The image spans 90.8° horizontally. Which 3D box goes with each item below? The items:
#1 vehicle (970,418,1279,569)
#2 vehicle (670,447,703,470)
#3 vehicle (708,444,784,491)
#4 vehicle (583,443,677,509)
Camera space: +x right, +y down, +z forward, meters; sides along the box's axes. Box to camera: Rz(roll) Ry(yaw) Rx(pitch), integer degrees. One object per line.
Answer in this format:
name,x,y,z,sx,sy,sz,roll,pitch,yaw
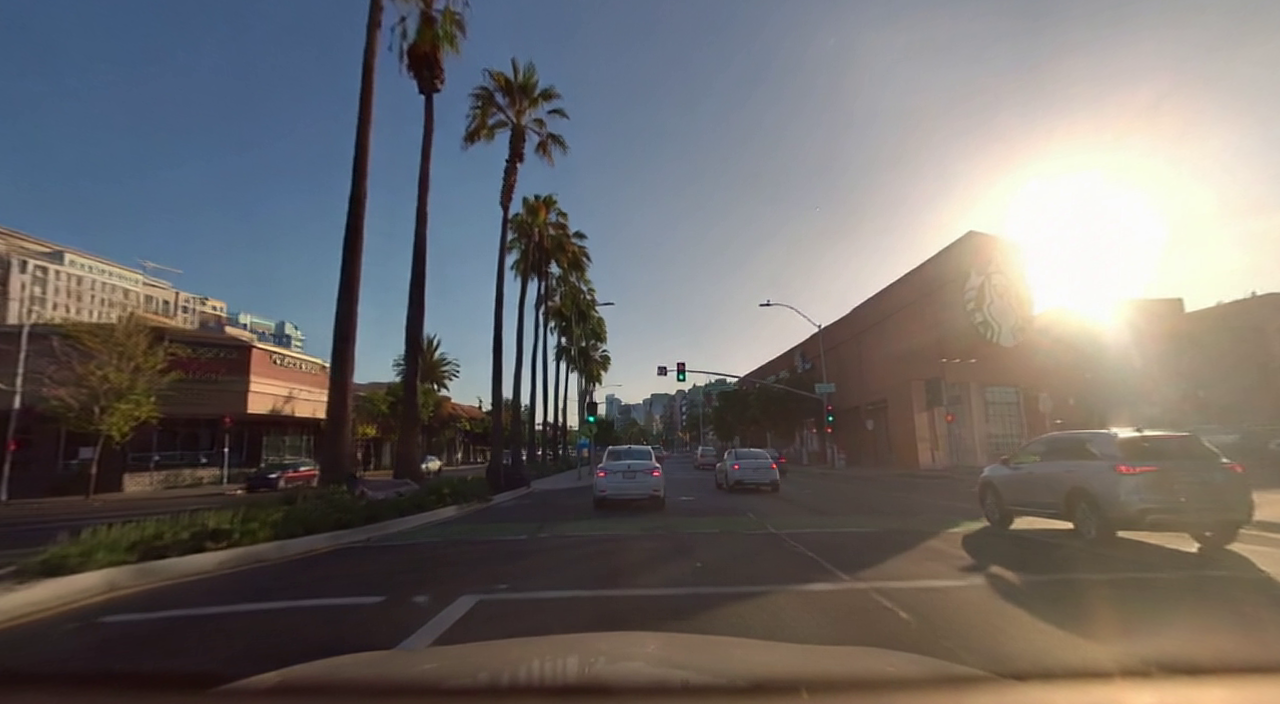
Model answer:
vehicle,6.923,1.890,9.199,1.940,1.674,4.085,0,-8,-1
vehicle,3.388,7.784,46.428,2.012,1.570,4.600,0,-8,-1
vehicle,3.728,4.109,22.919,1.892,1.532,4.177,0,-8,-2
vehicle,-0.269,3.110,16.337,2.110,1.487,3.873,0,-8,-1
